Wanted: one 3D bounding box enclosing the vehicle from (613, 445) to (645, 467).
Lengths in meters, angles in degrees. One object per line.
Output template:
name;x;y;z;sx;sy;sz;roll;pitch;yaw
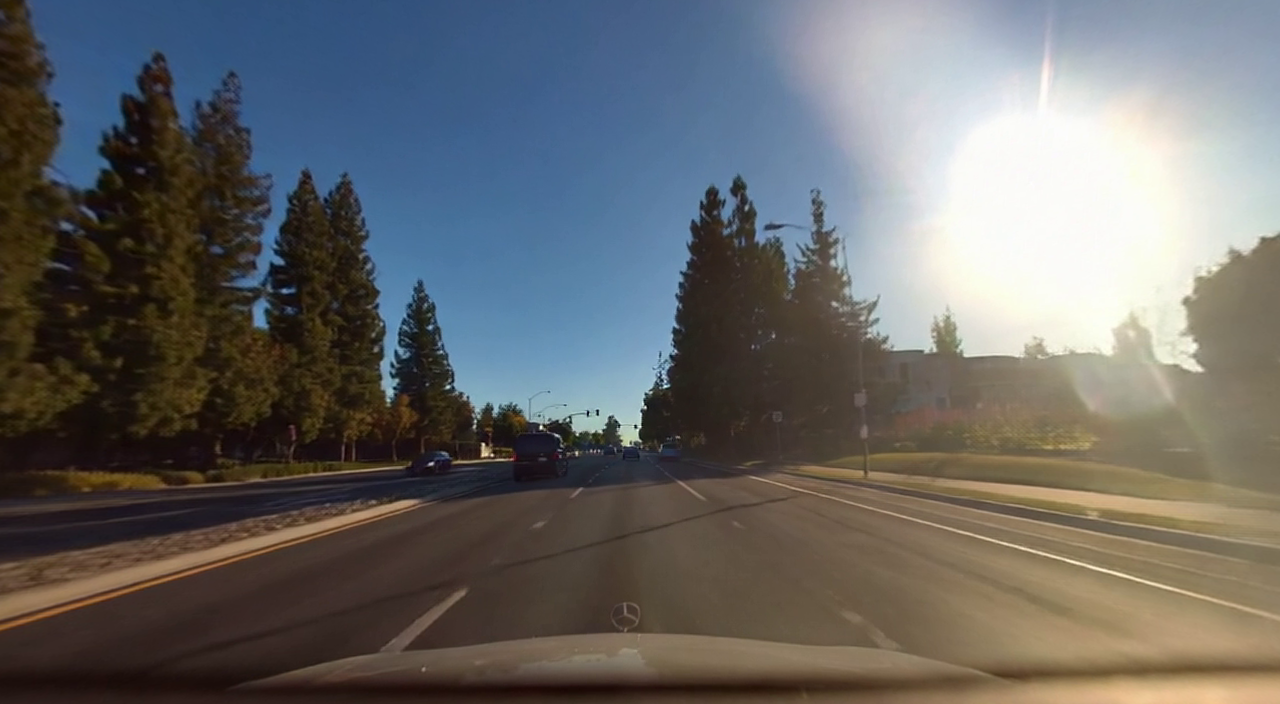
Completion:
vehicle;-0.778;7.062;43.136;2.039;1.455;3.826;0;-8;-2

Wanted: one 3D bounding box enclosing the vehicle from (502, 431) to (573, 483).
vehicle;-3.980;4.157;25.343;2.075;1.863;4.744;0;-9;-1

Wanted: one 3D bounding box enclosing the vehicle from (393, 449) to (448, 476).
vehicle;-13.417;6.743;38.906;2.060;1.506;4.827;0;-8;-6
